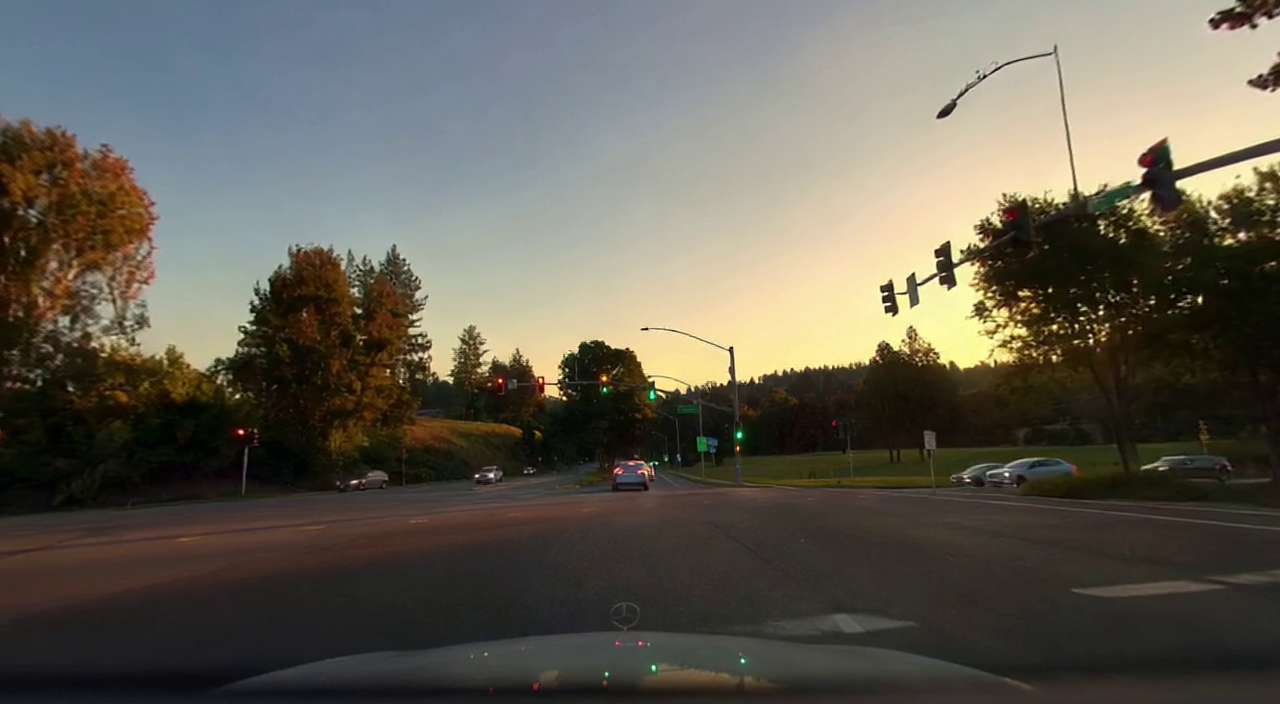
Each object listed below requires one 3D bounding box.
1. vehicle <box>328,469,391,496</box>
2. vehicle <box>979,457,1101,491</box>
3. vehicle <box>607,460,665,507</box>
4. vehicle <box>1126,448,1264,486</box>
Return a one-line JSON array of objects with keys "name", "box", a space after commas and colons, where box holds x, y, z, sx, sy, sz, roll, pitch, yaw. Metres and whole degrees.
[{"name": "vehicle", "box": [-20.512, 9.547, 46.247, 2.189, 1.720, 4.653, -1, -9, 4]}, {"name": "vehicle", "box": [18.481, 5.620, 29.170, 4.441, 1.466, 1.982, 1, -9, -9]}, {"name": "vehicle", "box": [-0.113, 4.717, 22.924, 1.954, 1.469, 3.465, 0, -9, 1]}, {"name": "vehicle", "box": [26.544, 5.467, 30.178, 4.825, 1.725, 2.258, 1, -9, -10]}]
